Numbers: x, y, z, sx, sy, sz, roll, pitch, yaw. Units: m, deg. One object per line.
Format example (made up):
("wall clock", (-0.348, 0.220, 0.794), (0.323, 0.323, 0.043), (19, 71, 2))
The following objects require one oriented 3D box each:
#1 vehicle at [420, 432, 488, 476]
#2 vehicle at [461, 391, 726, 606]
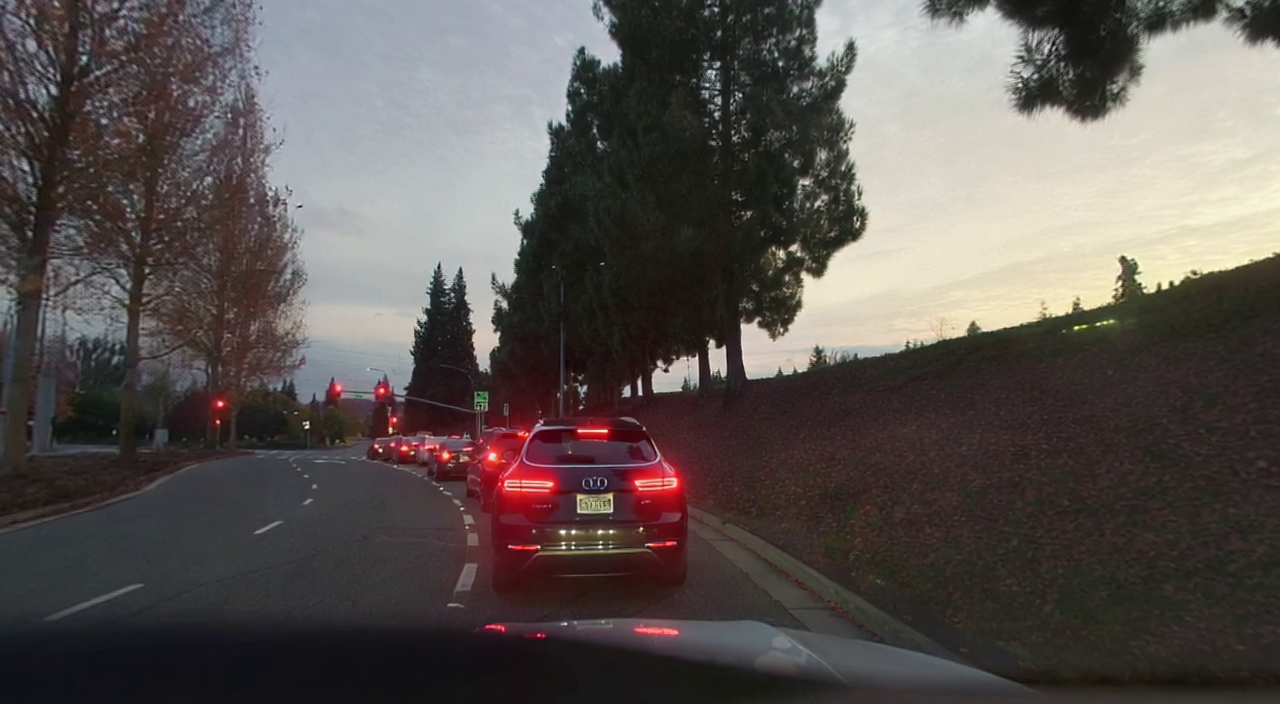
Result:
("vehicle", (-7.300, 3.928, 24.482), (1.902, 1.536, 3.662), (4, -9, -25))
("vehicle", (-0.685, 1.459, 7.196), (2.134, 1.671, 4.147), (1, -8, -9))
